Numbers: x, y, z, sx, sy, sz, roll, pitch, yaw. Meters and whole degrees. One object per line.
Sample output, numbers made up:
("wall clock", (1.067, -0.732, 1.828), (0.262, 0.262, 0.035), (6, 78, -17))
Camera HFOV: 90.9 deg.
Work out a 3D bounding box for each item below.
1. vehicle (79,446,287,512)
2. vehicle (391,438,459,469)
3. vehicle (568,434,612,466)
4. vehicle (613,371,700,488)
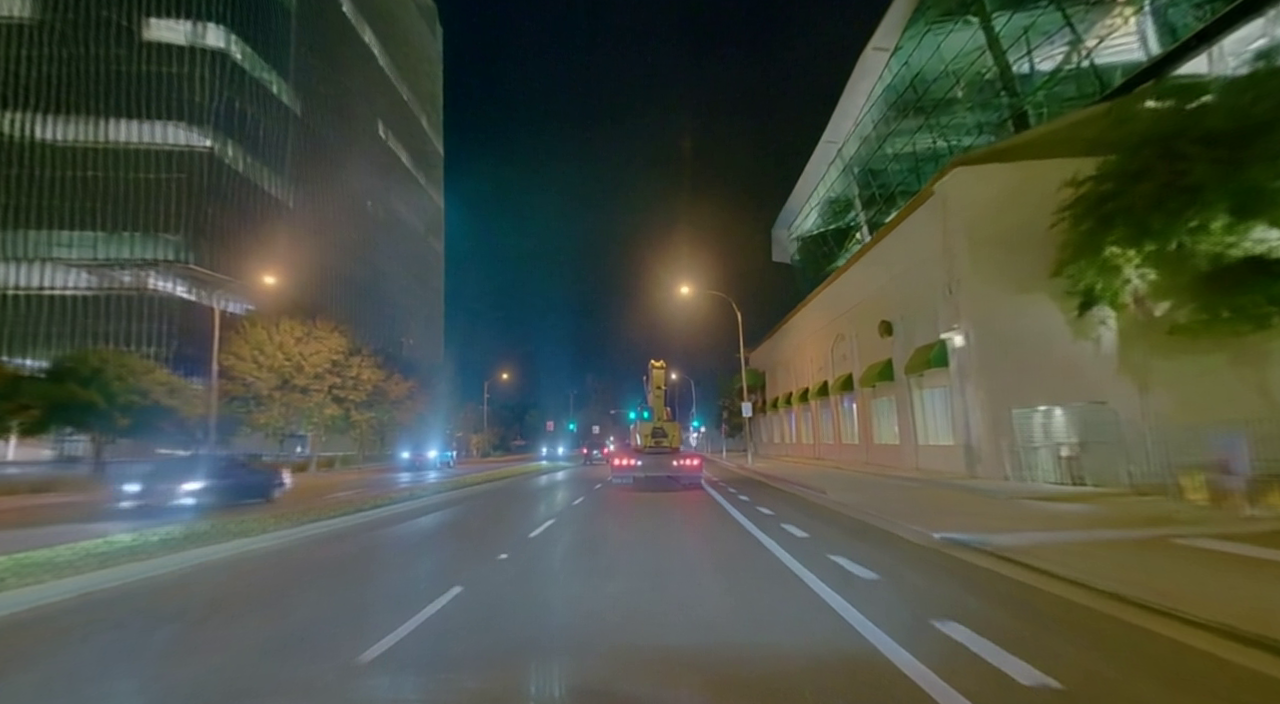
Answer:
("vehicle", (-11.875, 3.278, 16.915), (1.939, 1.496, 4.678), (0, -9, 2))
("vehicle", (-14.288, 6.774, 42.327), (2.225, 1.946, 6.187), (0, -9, 2))
("vehicle", (-2.779, 5.626, 36.313), (2.081, 1.688, 4.235), (0, -9, 2))
("vehicle", (0.442, 3.106, 24.527), (2.552, 3.461, 11.044), (-1, -8, -1))
